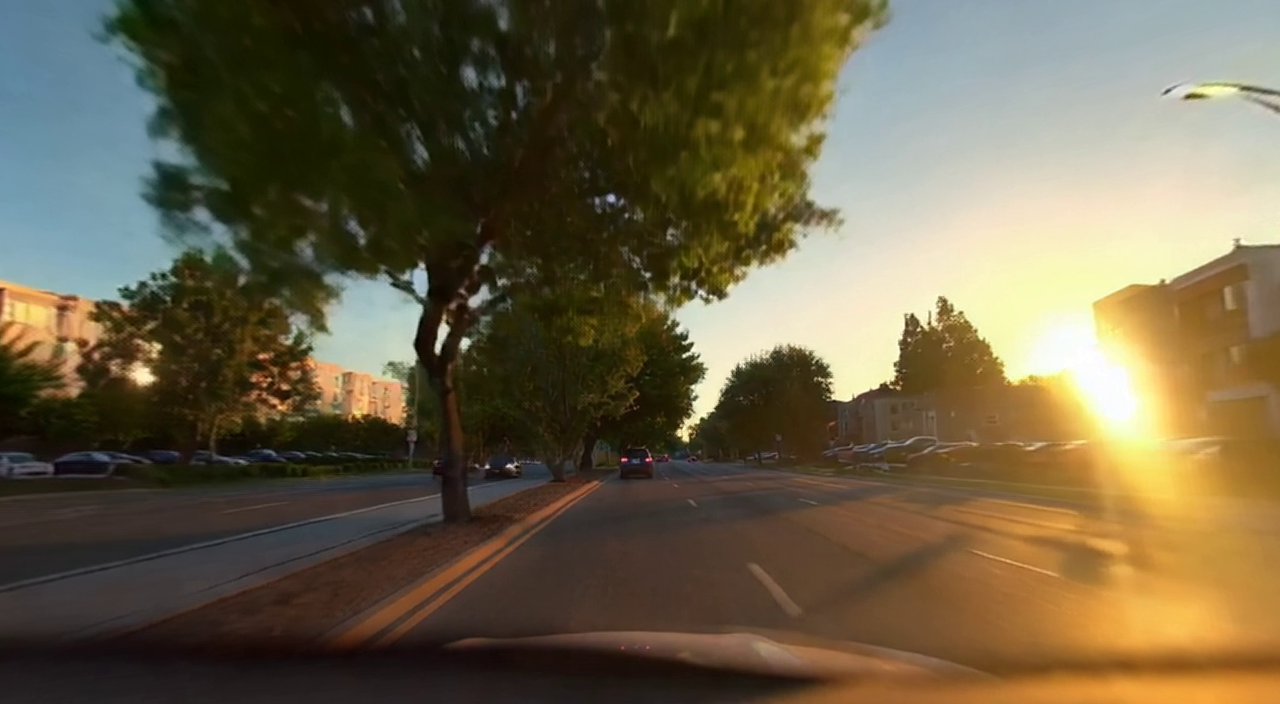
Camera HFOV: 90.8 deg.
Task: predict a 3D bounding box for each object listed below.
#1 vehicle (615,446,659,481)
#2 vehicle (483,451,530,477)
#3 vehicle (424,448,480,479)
[{"bbox_3d":[-0.106,5.512,31.641,2.093,1.591,4.247,0,-8,1],"label":"vehicle"},{"bbox_3d":[-8.404,7.075,40.171,1.957,1.527,4.411,0,-8,1],"label":"vehicle"},{"bbox_3d":[-11.822,7.028,40.035,2.052,1.808,4.716,0,-8,0],"label":"vehicle"}]
